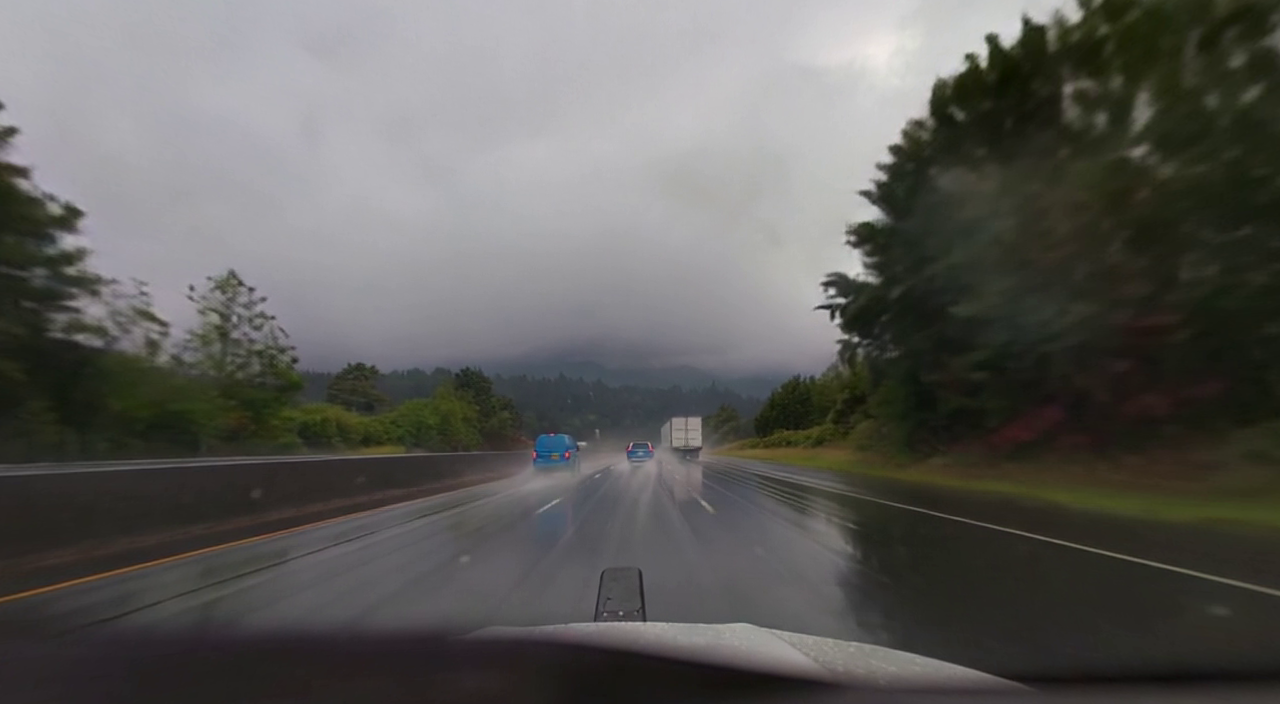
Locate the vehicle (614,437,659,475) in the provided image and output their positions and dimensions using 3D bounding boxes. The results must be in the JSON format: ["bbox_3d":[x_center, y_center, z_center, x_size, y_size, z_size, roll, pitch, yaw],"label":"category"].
[{"bbox_3d":[-0.162,5.481,33.307,2.209,1.825,4.036,0,-9,0],"label":"vehicle"}]

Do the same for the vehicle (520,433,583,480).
[{"bbox_3d":[-4.017,4.843,29.439,2.167,1.991,5.062,0,-9,0],"label":"vehicle"}]
